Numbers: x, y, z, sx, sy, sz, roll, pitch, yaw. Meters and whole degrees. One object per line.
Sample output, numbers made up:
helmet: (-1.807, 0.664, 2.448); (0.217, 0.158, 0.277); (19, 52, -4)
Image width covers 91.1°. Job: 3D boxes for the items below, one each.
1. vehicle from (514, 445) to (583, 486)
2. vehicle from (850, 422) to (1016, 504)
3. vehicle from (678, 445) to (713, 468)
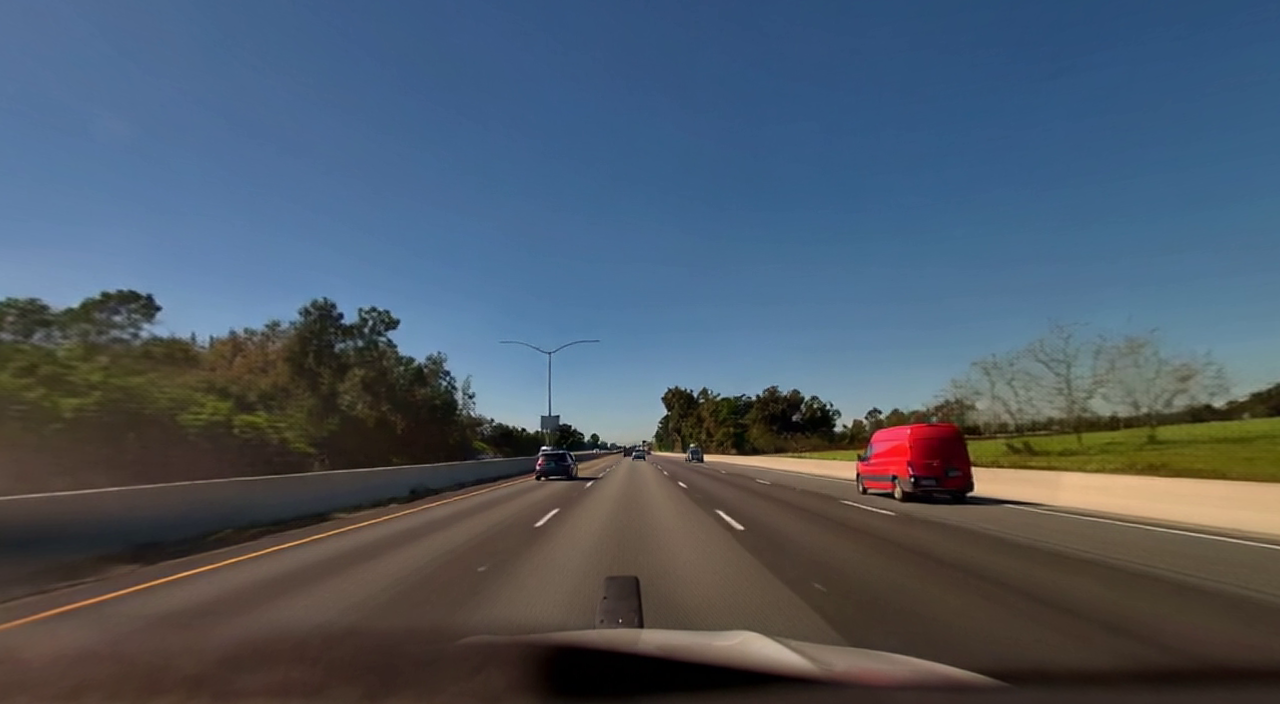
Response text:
vehicle: (-3.661, 4.629, 26.009); (2.160, 1.530, 4.500); (0, -9, 0)
vehicle: (7.874, 3.036, 17.622); (2.133, 1.933, 4.986); (0, -9, -1)
vehicle: (4.116, 7.868, 47.444); (2.069, 1.625, 4.832); (0, -9, -1)
